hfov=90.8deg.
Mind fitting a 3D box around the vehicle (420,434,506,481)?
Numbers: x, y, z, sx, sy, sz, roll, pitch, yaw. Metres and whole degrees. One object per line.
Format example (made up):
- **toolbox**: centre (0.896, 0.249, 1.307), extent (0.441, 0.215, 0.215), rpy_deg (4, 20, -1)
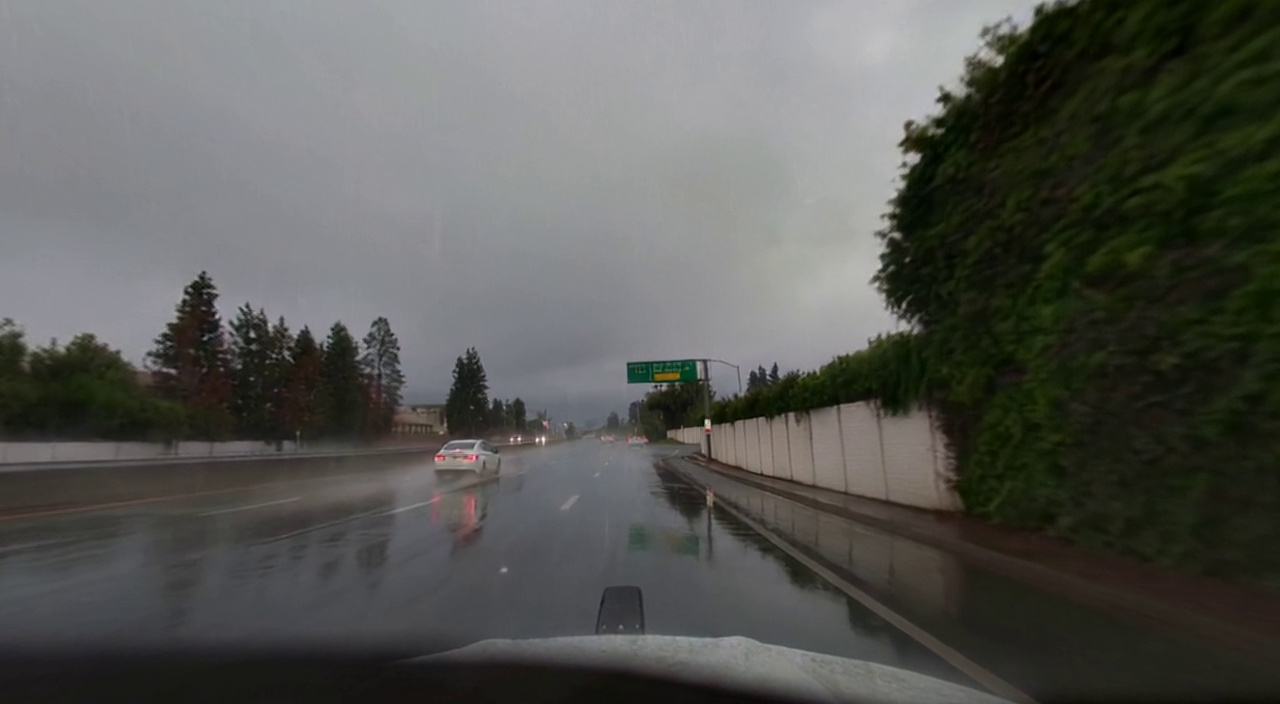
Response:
- **vehicle**: centre (-7.087, 4.276, 25.860), extent (2.115, 1.711, 4.722), rpy_deg (0, -8, 0)
